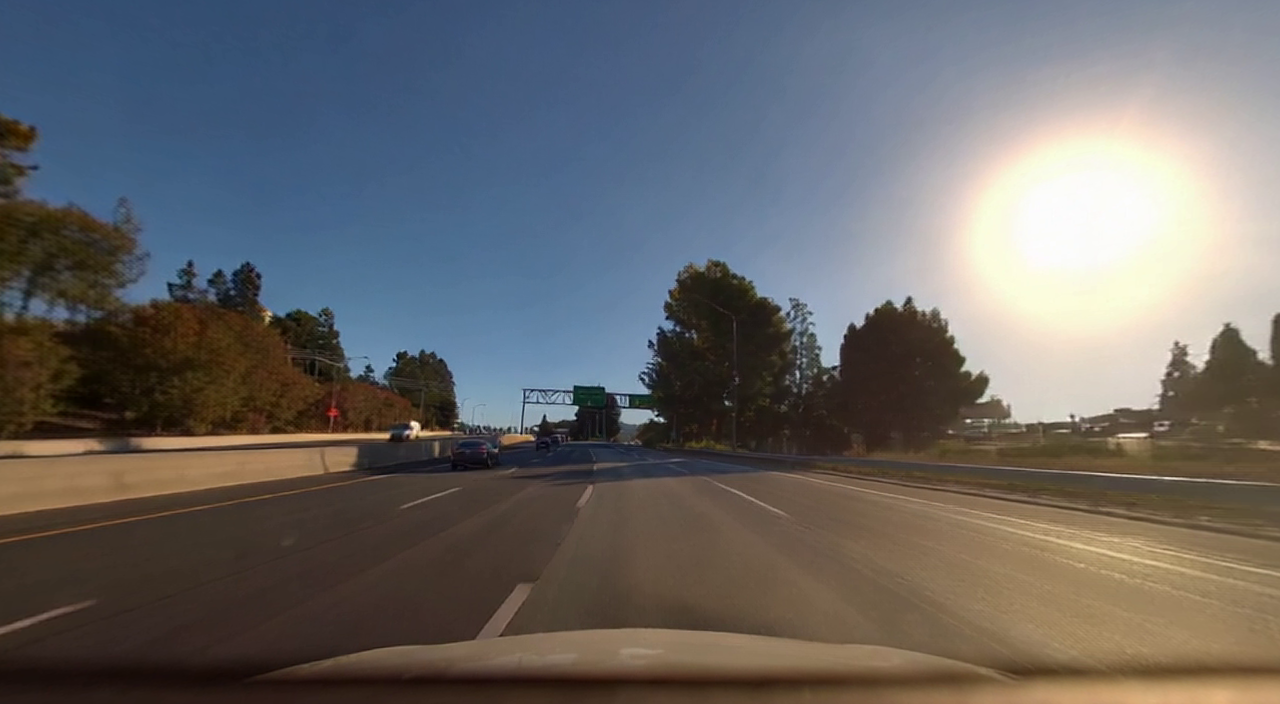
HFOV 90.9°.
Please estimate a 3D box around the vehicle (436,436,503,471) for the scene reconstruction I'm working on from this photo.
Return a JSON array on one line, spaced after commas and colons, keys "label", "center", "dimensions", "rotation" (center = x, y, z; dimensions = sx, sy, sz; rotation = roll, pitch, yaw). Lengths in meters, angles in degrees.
[{"label": "vehicle", "center": [-7.872, 4.705, 29.573], "dimensions": [2.025, 1.494, 4.495], "rotation": [0, -8, -2]}]
